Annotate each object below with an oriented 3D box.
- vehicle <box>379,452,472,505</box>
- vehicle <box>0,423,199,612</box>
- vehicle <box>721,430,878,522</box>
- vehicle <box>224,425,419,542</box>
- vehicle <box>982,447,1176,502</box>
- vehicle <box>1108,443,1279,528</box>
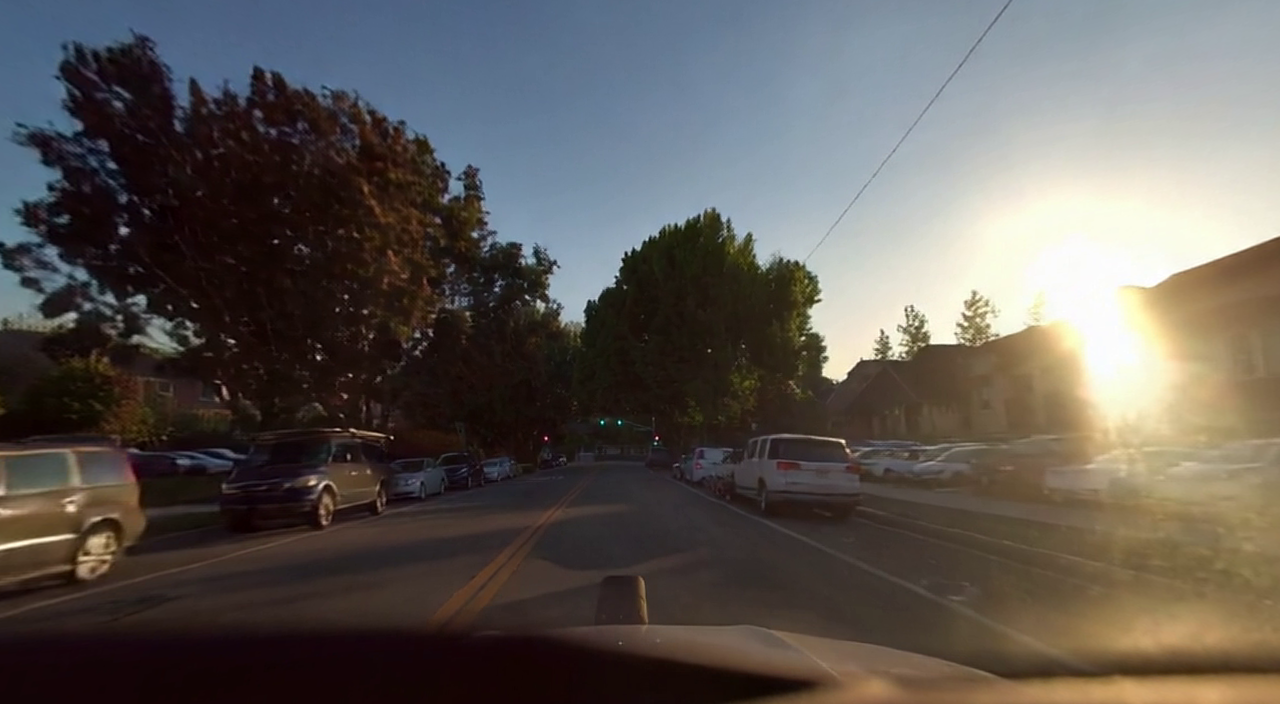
[{"bbox_3d":[-7.846,4.627,23.624,2.113,1.486,4.774,-2,-7,-4],"label":"vehicle"},{"bbox_3d":[-7.436,1.709,6.436,2.171,1.838,5.344,-1,-11,-3],"label":"vehicle"},{"bbox_3d":[3.625,2.958,15.773,2.255,1.863,5.629,0,-9,-2],"label":"vehicle"},{"bbox_3d":[-7.582,3.042,15.876,2.382,2.223,5.472,-3,-6,-4],"label":"vehicle"},{"bbox_3d":[12.019,3.345,17.499,3.965,1.403,1.840,0,-9,-2],"label":"vehicle"},{"bbox_3d":[12.152,2.620,12.459,4.265,1.454,2.065,2,-9,-3],"label":"vehicle"}]
